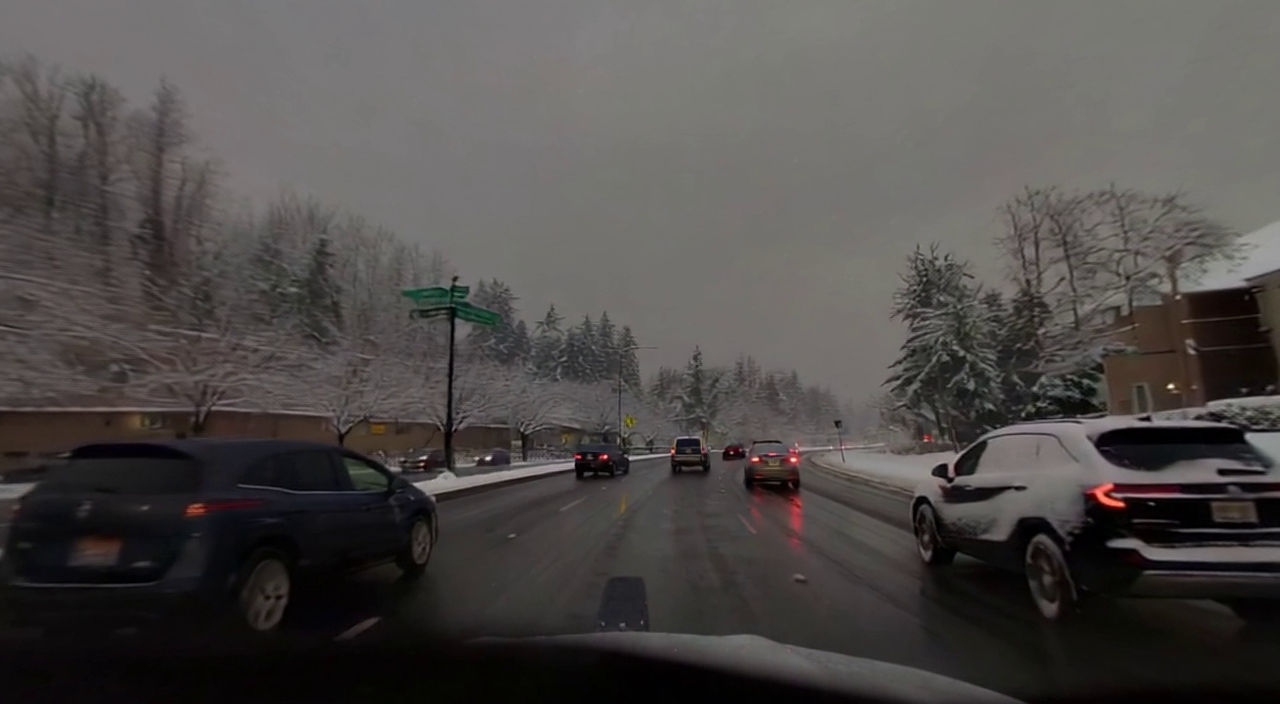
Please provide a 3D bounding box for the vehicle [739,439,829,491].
[{"bbox_3d":[4.416,3.538,20.038,2.117,1.472,4.158,-1,-9,4],"label":"vehicle"}]

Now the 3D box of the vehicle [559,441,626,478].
[{"bbox_3d":[-2.010,4.757,28.158,2.006,1.464,4.586,-2,-9,8],"label":"vehicle"}]

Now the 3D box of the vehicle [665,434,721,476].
[{"bbox_3d":[2.528,4.739,29.127,2.250,1.768,4.574,-2,-9,8],"label":"vehicle"}]

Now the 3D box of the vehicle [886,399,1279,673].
[{"bbox_3d":[3.700,1.299,5.355,1.859,1.540,3.454,-1,-9,1],"label":"vehicle"}]

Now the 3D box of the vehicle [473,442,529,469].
[{"bbox_3d":[-8.892,6.660,40.802,2.010,1.598,4.355,-2,-9,10],"label":"vehicle"}]

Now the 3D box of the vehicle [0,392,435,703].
[{"bbox_3d":[-3.421,1.222,4.524,2.169,1.468,4.716,-1,-9,2],"label":"vehicle"}]
